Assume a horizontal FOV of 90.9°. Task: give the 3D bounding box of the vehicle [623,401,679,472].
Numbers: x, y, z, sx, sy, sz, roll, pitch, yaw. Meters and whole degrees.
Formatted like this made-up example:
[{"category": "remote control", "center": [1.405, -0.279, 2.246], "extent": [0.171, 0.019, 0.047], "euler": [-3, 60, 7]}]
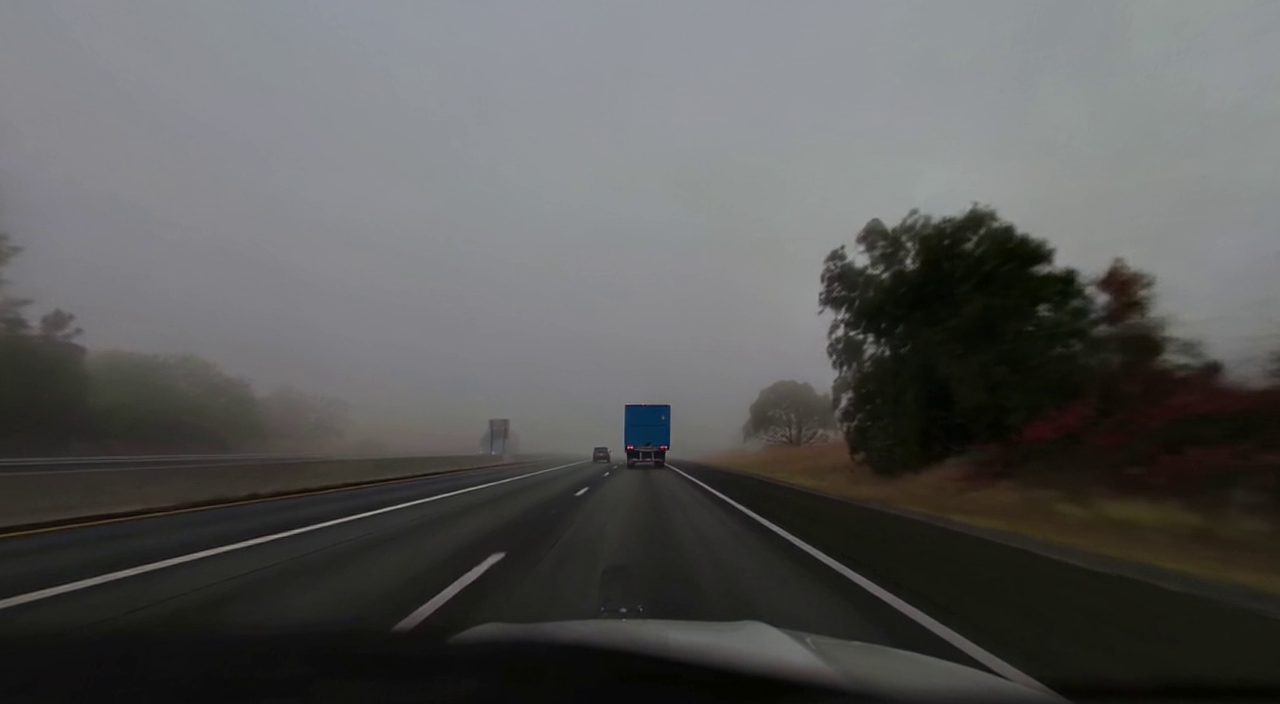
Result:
[{"category": "vehicle", "center": [0.476, 5.611, 41.010], "extent": [3.055, 4.009, 10.972], "euler": [0, -9, -2]}]
